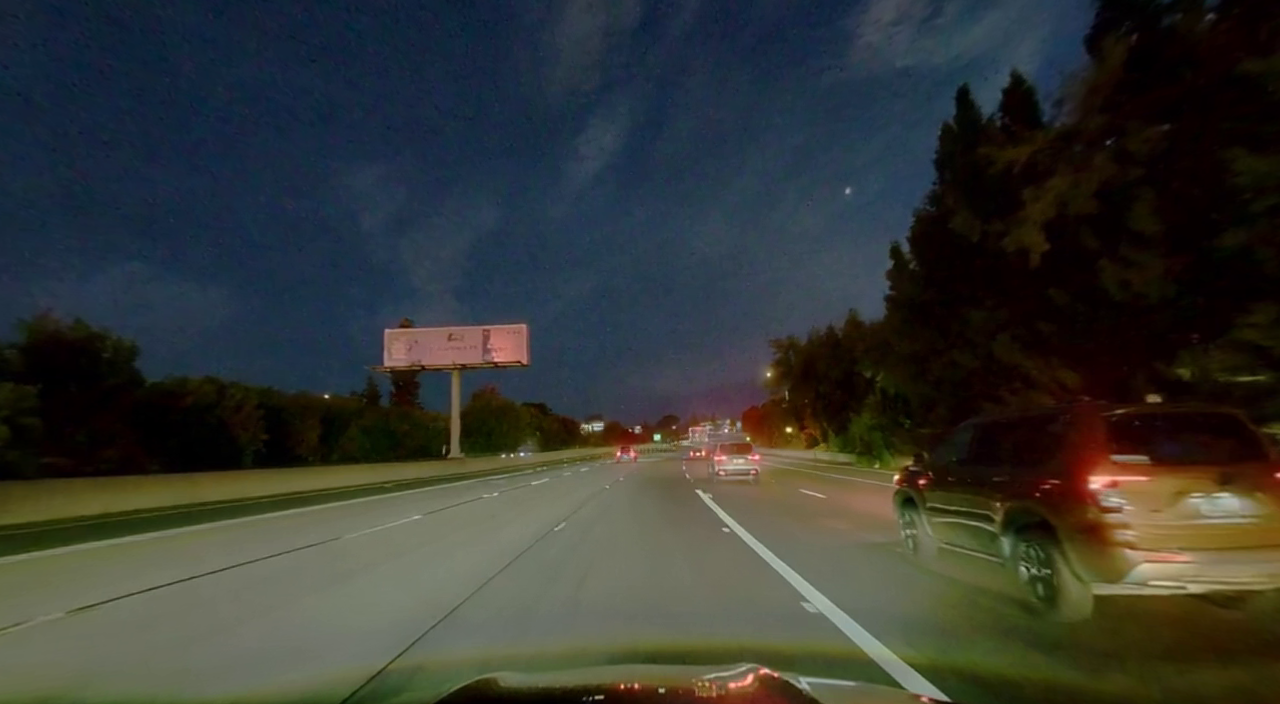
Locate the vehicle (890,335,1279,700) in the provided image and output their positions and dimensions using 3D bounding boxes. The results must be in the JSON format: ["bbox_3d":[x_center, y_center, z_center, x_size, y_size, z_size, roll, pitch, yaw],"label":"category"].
[{"bbox_3d":[4.131,1.162,5.459,2.165,1.881,4.274,0,-9,0],"label":"vehicle"}]

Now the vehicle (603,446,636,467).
[{"bbox_3d":[-1.470,7.703,46.709,1.972,1.444,4.191,-1,-9,4],"label":"vehicle"}]

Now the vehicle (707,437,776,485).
[{"bbox_3d":[3.952,4.343,25.473,2.075,1.743,4.410,0,-9,0],"label":"vehicle"}]
